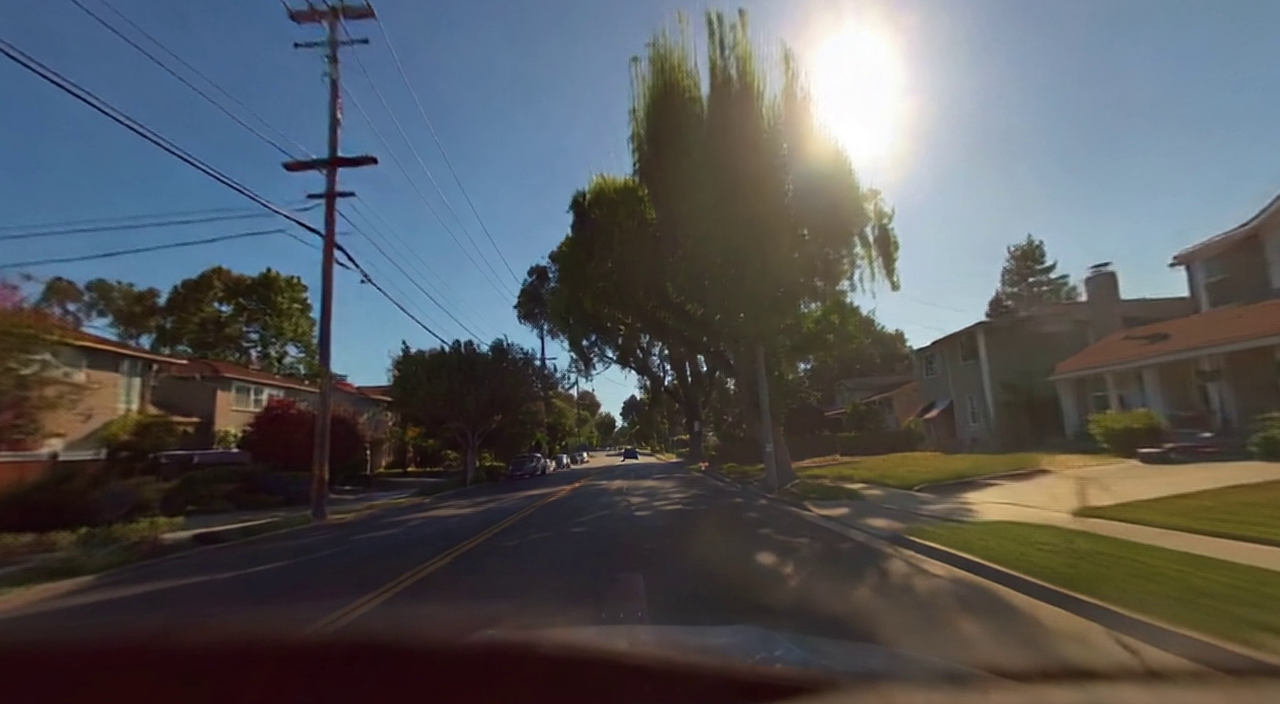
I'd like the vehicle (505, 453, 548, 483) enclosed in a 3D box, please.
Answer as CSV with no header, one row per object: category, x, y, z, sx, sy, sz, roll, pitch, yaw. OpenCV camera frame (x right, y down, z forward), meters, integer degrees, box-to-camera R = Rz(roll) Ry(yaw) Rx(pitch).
vehicle,-7.275,7.469,40.899,1.869,1.442,4.344,-9,-8,-1
